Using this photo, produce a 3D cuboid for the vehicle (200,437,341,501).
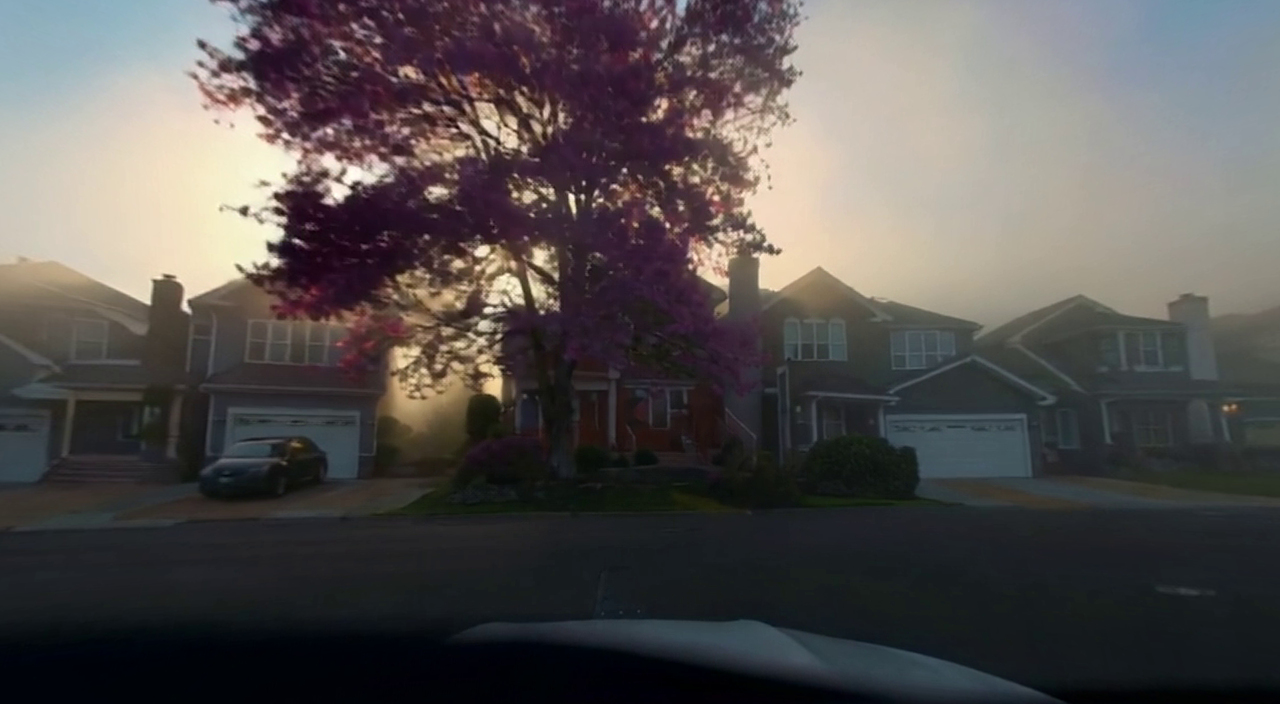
[{"bbox_3d":[-9.950,3.152,17.424,1.968,1.491,4.486,1,-9,-12],"label":"vehicle"}]
